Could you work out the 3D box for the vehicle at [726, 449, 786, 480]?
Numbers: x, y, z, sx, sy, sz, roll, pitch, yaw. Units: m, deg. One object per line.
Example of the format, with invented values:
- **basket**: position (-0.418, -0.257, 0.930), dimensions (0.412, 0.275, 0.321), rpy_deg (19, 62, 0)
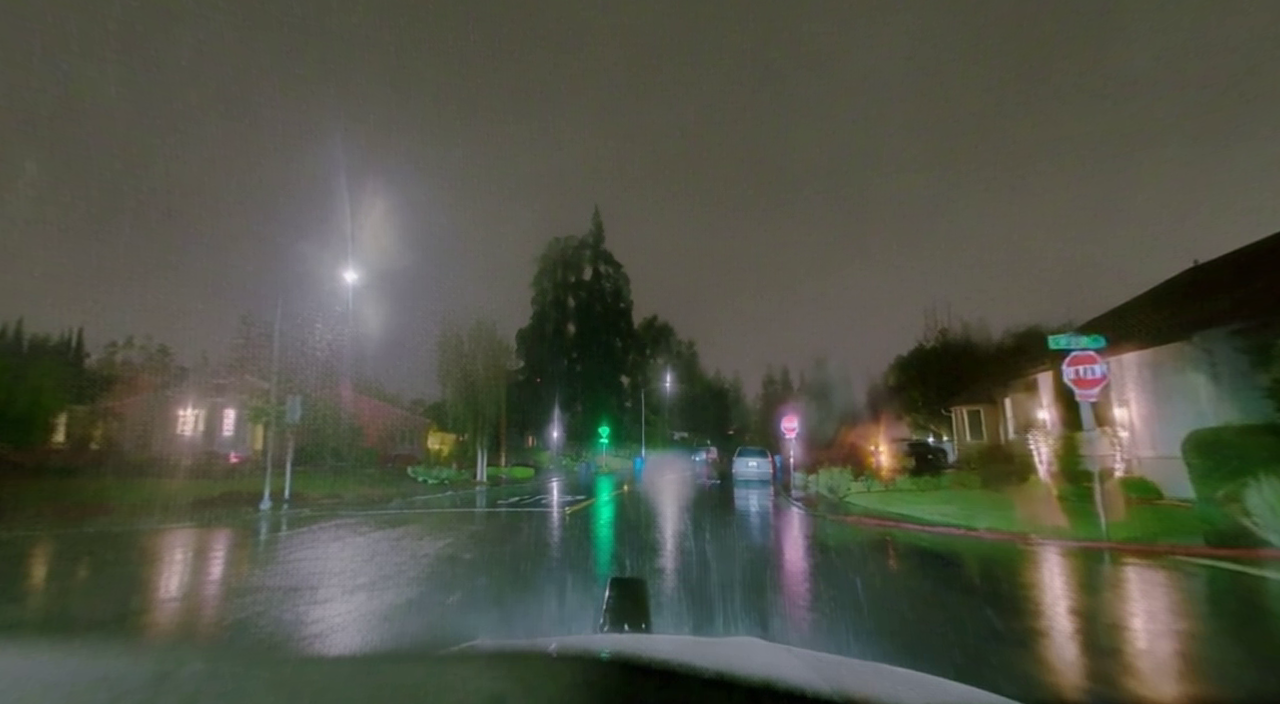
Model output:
- **vehicle**: position (6.979, 6.641, 37.483), dimensions (2.692, 1.649, 4.689), rpy_deg (-3, -9, 20)
